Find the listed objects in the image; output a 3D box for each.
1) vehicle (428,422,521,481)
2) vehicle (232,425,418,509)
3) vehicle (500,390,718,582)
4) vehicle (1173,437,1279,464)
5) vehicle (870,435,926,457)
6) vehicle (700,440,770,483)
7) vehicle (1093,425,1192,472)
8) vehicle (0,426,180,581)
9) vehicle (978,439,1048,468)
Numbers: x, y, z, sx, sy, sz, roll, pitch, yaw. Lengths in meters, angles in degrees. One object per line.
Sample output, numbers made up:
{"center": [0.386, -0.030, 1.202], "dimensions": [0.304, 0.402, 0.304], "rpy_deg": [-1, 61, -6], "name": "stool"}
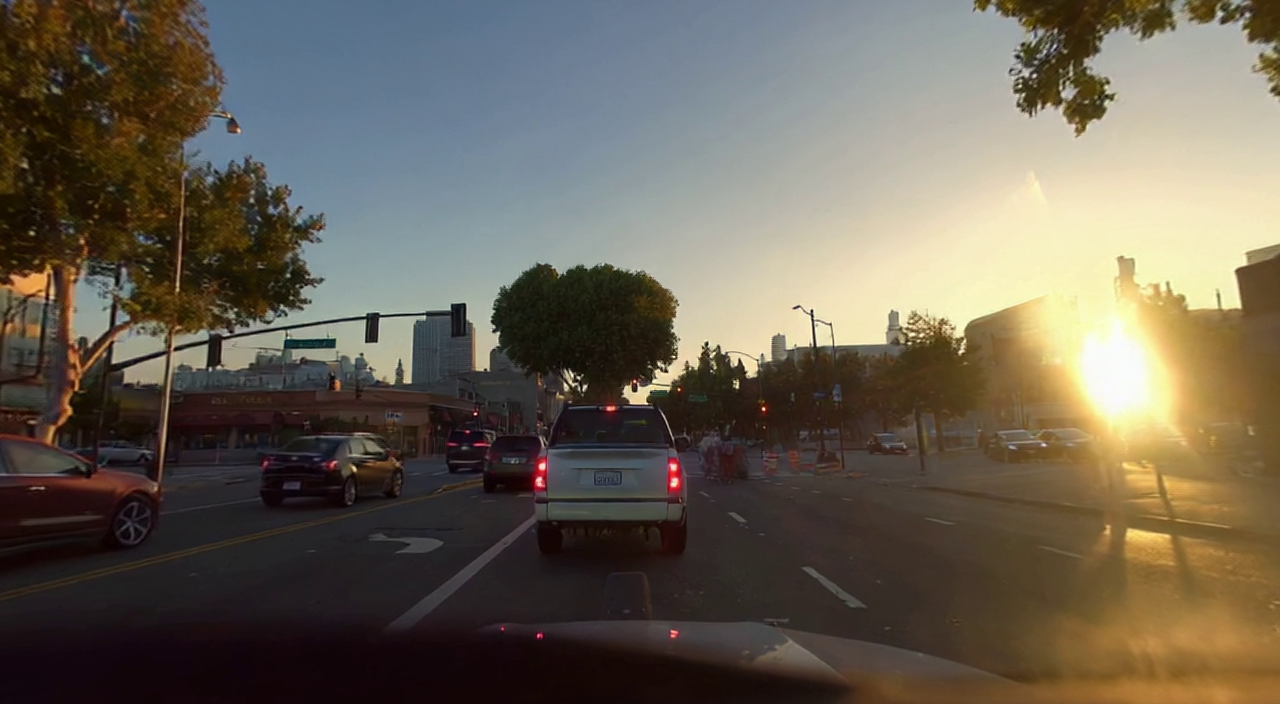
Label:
{"center": [-6.449, 3.956, 25.217], "dimensions": [2.496, 2.112, 4.351], "rpy_deg": [0, -8, 0], "name": "vehicle"}
{"center": [-7.111, 2.629, 14.894], "dimensions": [1.941, 1.655, 4.503], "rpy_deg": [0, -8, 2], "name": "vehicle"}
{"center": [-0.310, 1.597, 8.233], "dimensions": [2.064, 1.817, 4.298], "rpy_deg": [0, -8, -1], "name": "vehicle"}
{"center": [29.727, 4.942, 31.659], "dimensions": [4.176, 1.313, 1.719], "rpy_deg": [0, -8, 2], "name": "vehicle"}
{"center": [20.101, 7.326, 49.044], "dimensions": [4.361, 1.653, 2.034], "rpy_deg": [6, -11, -37], "name": "vehicle"}
{"center": [3.423, 4.043, 23.513], "dimensions": [2.023, 1.441, 4.240], "rpy_deg": [0, -8, 1], "name": "vehicle"}
{"center": [19.220, 3.659, 24.045], "dimensions": [4.156, 1.622, 1.924], "rpy_deg": [7, -11, -38], "name": "vehicle"}
{"center": [-6.972, 1.446, 6.029], "dimensions": [1.831, 1.451, 4.382], "rpy_deg": [0, -8, 0], "name": "vehicle"}
{"center": [20.099, 5.411, 33.920], "dimensions": [3.836, 1.443, 1.694], "rpy_deg": [5, -10, -35], "name": "vehicle"}
